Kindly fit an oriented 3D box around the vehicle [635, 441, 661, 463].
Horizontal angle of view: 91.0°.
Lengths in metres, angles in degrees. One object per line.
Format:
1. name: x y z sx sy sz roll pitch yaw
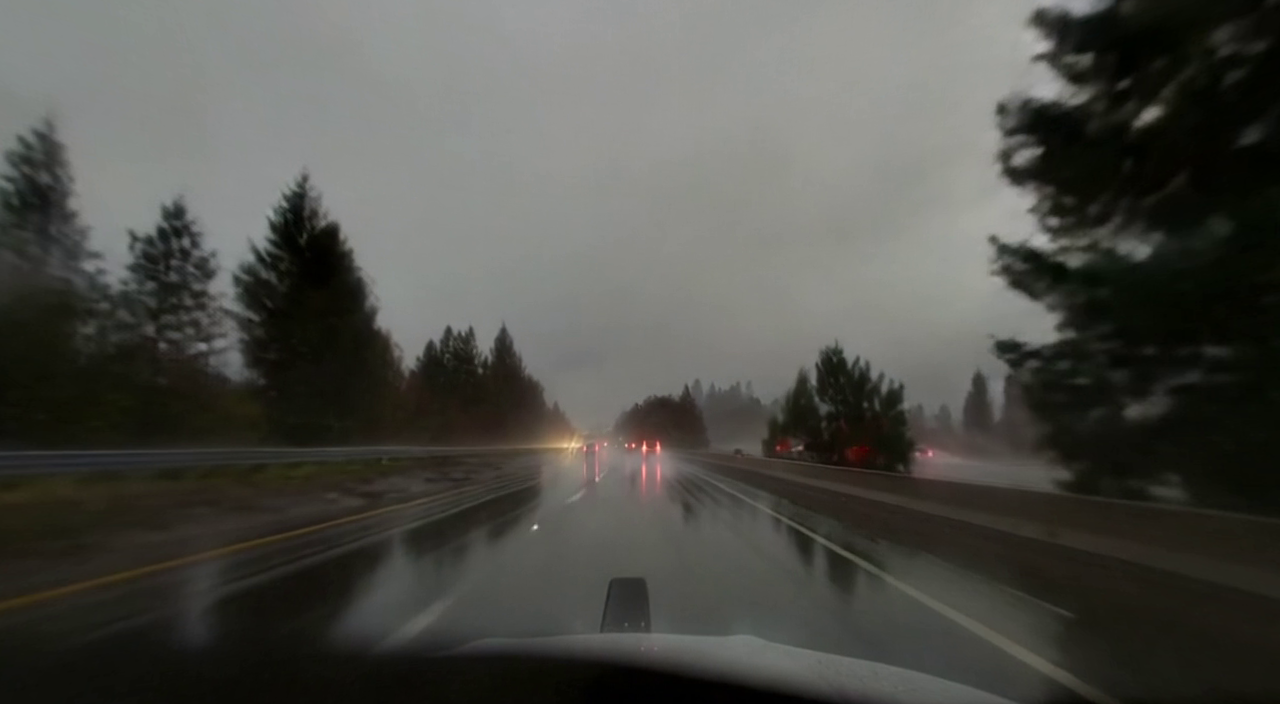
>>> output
1. vehicle: 0.584 7.650 48.287 1.966 1.542 3.979 0 -8 0
